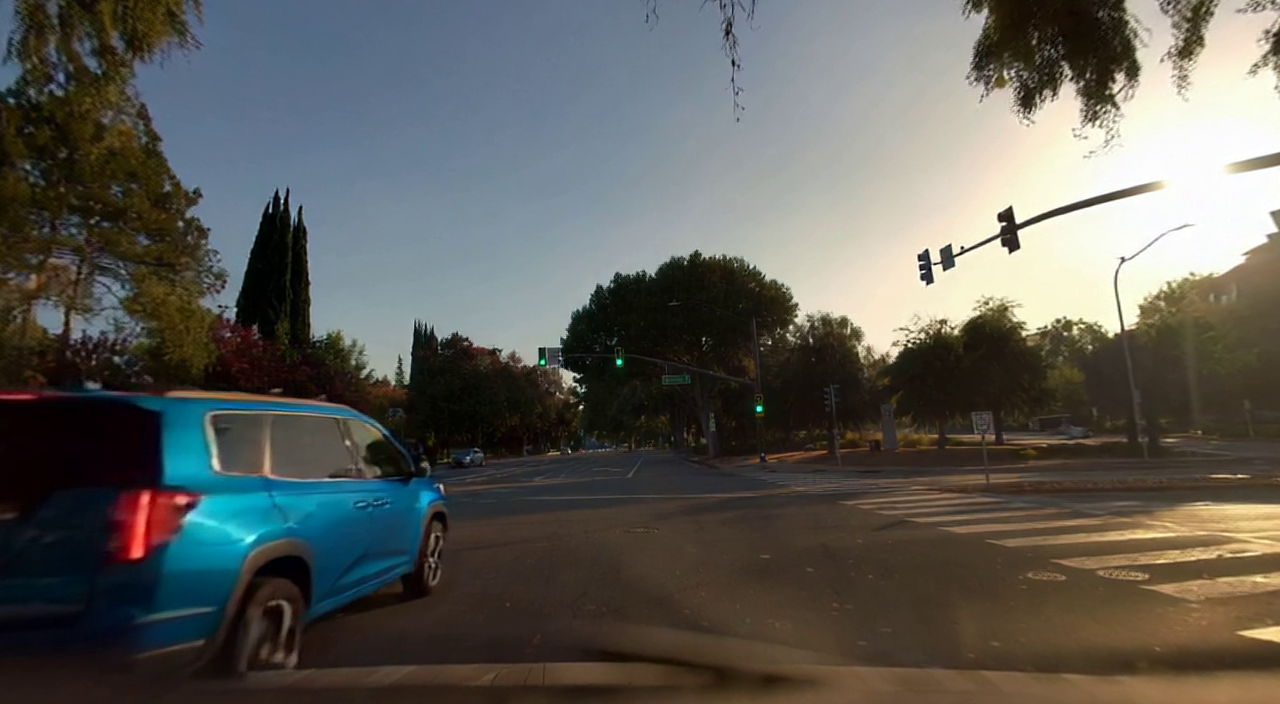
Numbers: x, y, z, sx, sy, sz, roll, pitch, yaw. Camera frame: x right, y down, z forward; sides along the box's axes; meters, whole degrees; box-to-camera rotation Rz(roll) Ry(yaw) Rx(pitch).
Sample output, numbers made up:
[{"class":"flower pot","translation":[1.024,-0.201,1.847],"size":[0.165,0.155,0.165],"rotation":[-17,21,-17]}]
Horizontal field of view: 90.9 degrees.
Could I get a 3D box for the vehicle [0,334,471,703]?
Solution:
[{"class":"vehicle","translation":[-3.009,1.141,4.726],"size":[2.123,1.799,4.425],"rotation":[0,-8,2]}]
